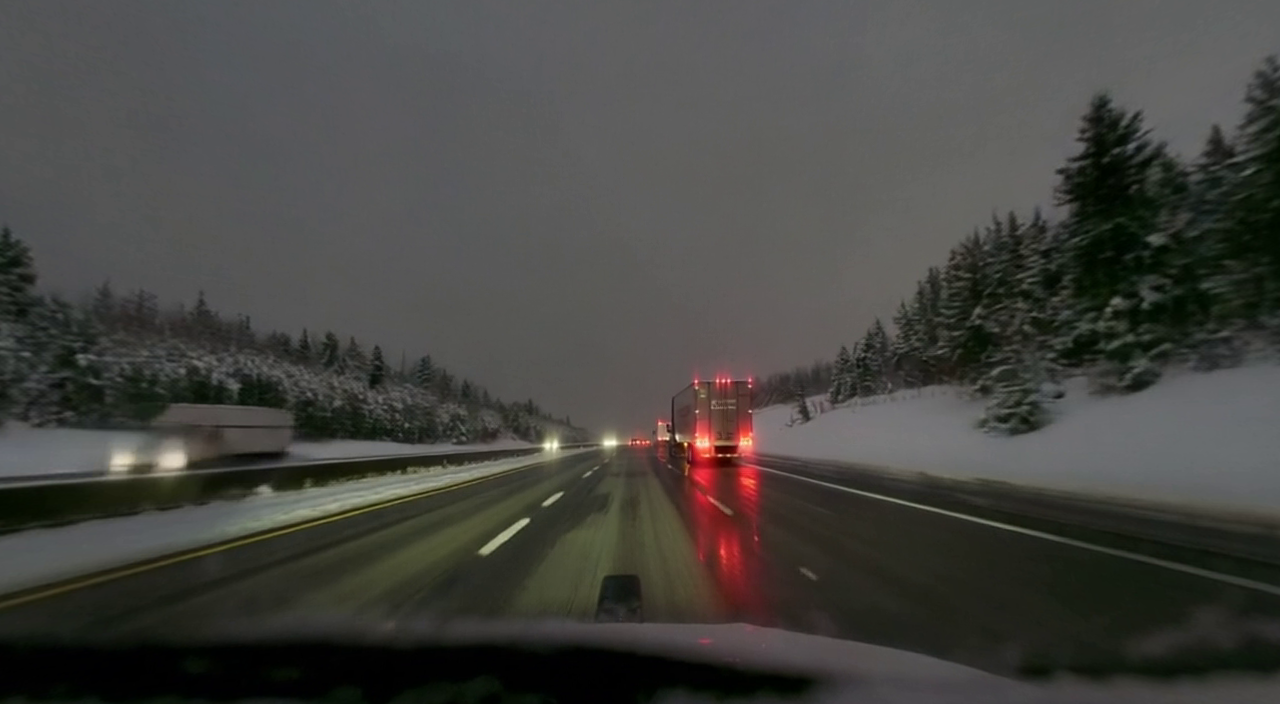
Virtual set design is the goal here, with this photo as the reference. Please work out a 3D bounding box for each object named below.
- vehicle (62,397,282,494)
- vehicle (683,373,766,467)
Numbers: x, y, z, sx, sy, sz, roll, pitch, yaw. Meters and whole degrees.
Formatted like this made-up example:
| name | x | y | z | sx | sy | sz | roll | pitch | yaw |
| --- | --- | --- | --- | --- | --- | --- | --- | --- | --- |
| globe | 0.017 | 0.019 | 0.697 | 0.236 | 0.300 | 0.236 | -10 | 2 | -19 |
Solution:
| name | x | y | z | sx | sy | sz | roll | pitch | yaw |
| --- | --- | --- | --- | --- | --- | --- | --- | --- | --- |
| vehicle | -15.507 | 3.171 | 21.621 | 2.373 | 2.764 | 6.784 | 0 | -8 | -1 |
| vehicle | 3.870 | 3.501 | 31.081 | 2.840 | 3.947 | 8.920 | -1 | -8 | 0 |
